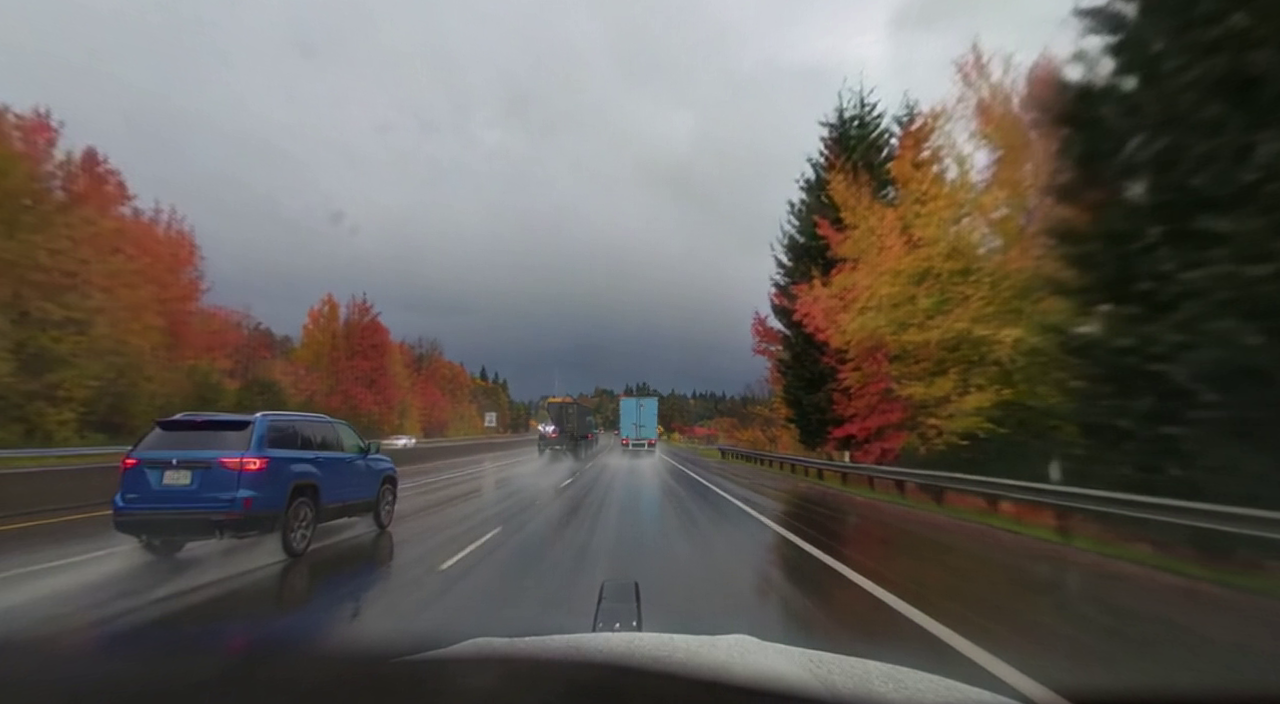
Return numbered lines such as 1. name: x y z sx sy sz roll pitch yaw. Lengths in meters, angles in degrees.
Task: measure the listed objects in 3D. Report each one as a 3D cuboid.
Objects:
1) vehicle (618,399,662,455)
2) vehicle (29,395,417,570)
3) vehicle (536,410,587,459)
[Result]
1. vehicle: -0.154 5.918 48.982 3.078 3.955 8.774 1 -8 -2
2. vehicle: -4.837 1.568 8.389 2.089 1.669 4.515 0 -8 0
3. vehicle: -4.671 5.048 38.220 2.383 2.726 5.677 0 -8 0
